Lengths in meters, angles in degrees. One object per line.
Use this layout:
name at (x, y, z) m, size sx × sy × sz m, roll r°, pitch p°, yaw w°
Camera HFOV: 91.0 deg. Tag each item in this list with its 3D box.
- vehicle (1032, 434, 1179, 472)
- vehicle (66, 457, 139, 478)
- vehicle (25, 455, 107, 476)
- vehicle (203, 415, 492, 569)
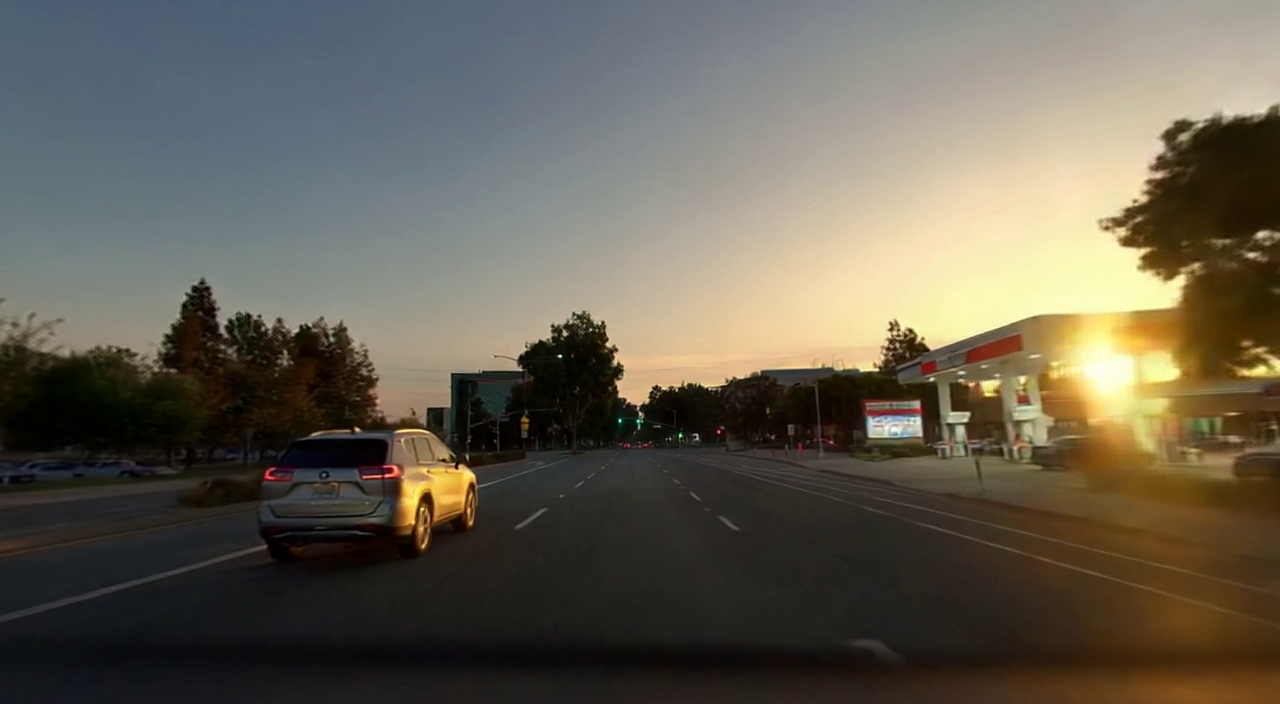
vehicle at (18.583, 4.058, 25.276) m, size 4.398 × 1.457 × 1.806 m, roll 0°, pitch -9°, yaw 2°
vehicle at (-39.334, 8.463, 46.167) m, size 1.622 × 1.345 × 4.259 m, roll 0°, pitch -9°, yaw -1°
vehicle at (-42.033, 8.301, 46.225) m, size 1.770 × 1.405 × 4.502 m, roll 0°, pitch -9°, yaw 0°
vehicle at (-3.736, 1.875, 9.254) m, size 2.039 × 1.656 × 4.710 m, roll 0°, pitch -9°, yaw -1°
